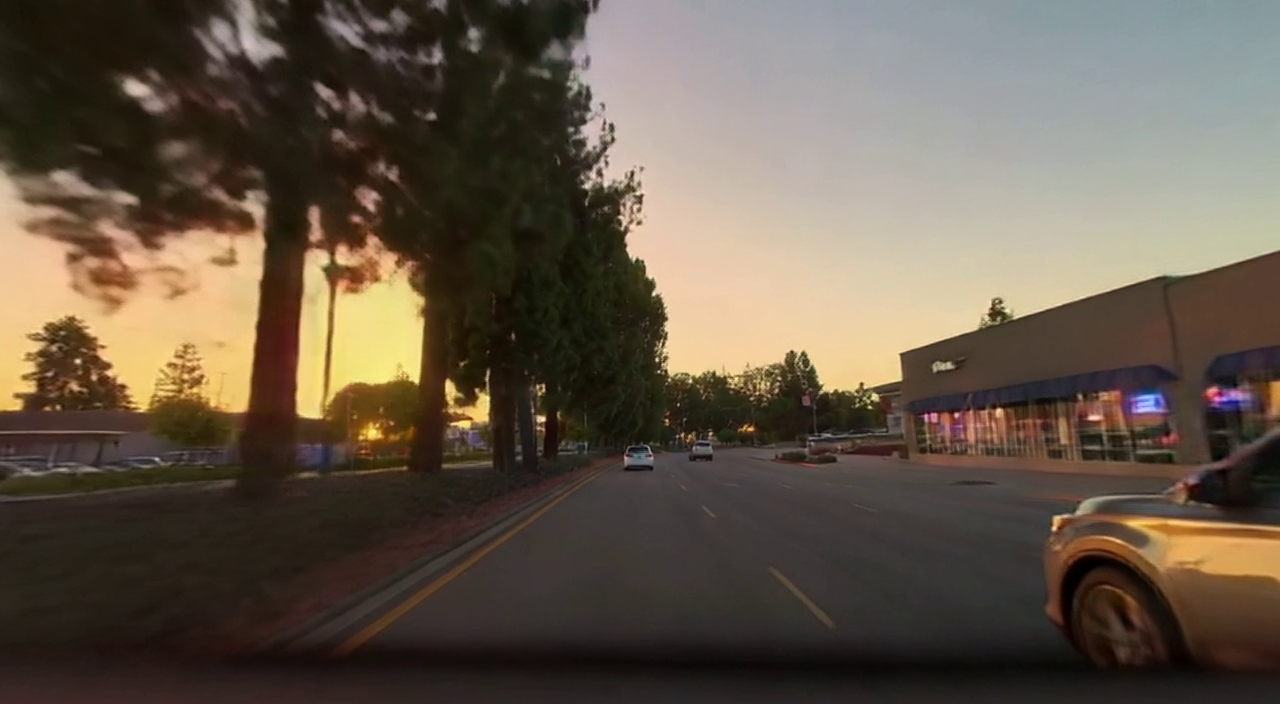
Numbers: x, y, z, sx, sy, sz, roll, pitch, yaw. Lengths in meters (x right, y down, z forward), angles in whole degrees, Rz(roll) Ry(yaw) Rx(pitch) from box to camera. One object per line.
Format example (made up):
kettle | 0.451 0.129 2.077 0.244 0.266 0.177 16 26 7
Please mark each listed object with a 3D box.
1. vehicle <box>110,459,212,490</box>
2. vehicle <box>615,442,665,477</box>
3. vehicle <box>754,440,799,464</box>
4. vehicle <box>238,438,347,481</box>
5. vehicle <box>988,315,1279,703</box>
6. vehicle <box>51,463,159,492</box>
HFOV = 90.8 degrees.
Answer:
vehicle | -29.064 7.418 38.418 4.420 1.628 2.137 -1 -9 -1
vehicle | -0.013 4.864 28.871 2.126 1.475 3.967 0 -9 -1
vehicle | 10.142 7.456 47.262 2.079 1.716 4.771 0 -9 -2
vehicle | -16.994 5.268 31.330 2.195 1.911 5.549 0 -9 0
vehicle | 3.200 0.653 1.587 2.110 1.698 4.397 0 -9 0
vehicle | -30.136 7.049 35.655 4.309 1.468 2.014 -1 -9 2
